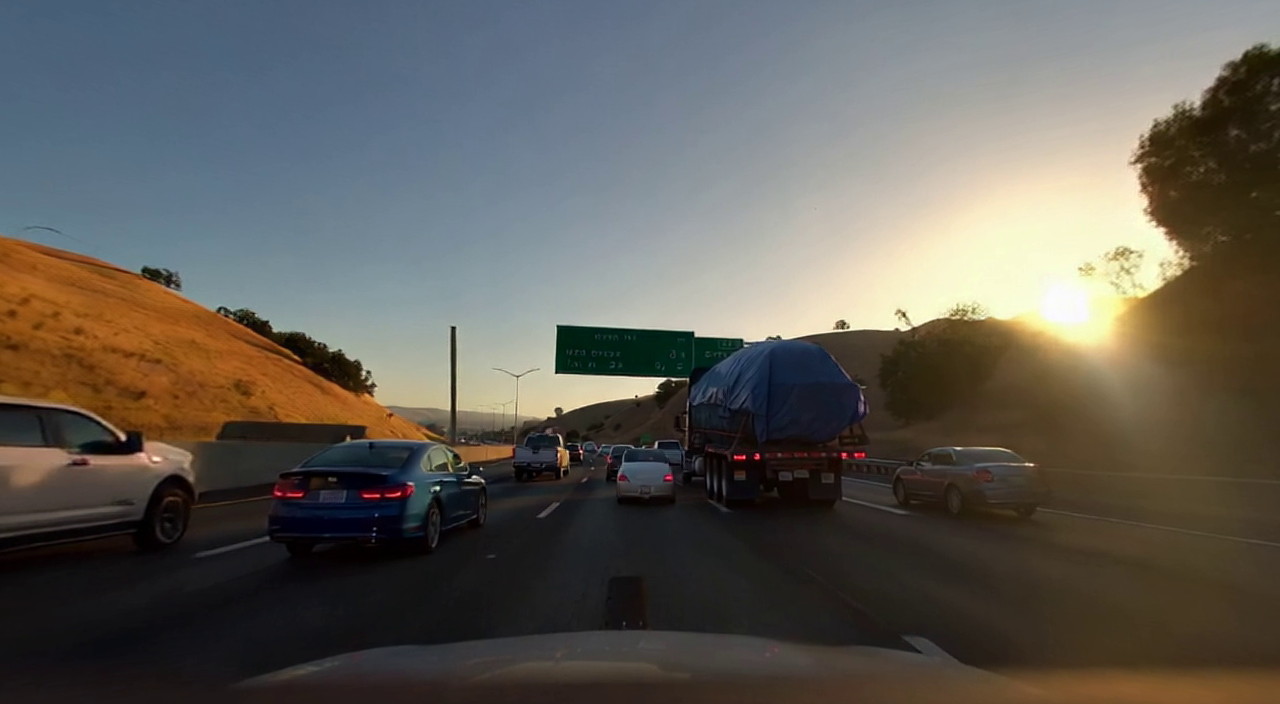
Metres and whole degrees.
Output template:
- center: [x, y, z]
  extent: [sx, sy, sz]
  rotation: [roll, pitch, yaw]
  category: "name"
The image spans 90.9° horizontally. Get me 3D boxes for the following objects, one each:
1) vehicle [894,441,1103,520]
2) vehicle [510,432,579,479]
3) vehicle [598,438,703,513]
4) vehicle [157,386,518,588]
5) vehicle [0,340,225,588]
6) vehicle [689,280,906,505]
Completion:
- center: [7.744, 2.775, 14.225]
  extent: [2.092, 1.495, 4.194]
  rotation: [0, -8, -3]
  category: "vehicle"
- center: [-3.957, 4.406, 27.104]
  extent: [2.348, 1.821, 5.061]
  rotation: [0, -8, -2]
  category: "vehicle"
- center: [0.153, 2.776, 14.702]
  extent: [2.105, 1.471, 3.978]
  rotation: [0, -8, -2]
  category: "vehicle"
- center: [-3.379, 1.660, 8.712]
  extent: [2.318, 1.902, 5.374]
  rotation: [0, -8, 0]
  category: "vehicle"
- center: [-7.580, 0.985, 5.453]
  extent: [3.150, 2.303, 7.133]
  rotation: [0, -8, 0]
  category: "vehicle"
- center: [3.256, 1.490, 16.912]
  extent: [2.759, 4.098, 10.906]
  rotation: [0, -8, -1]
  category: "vehicle"
